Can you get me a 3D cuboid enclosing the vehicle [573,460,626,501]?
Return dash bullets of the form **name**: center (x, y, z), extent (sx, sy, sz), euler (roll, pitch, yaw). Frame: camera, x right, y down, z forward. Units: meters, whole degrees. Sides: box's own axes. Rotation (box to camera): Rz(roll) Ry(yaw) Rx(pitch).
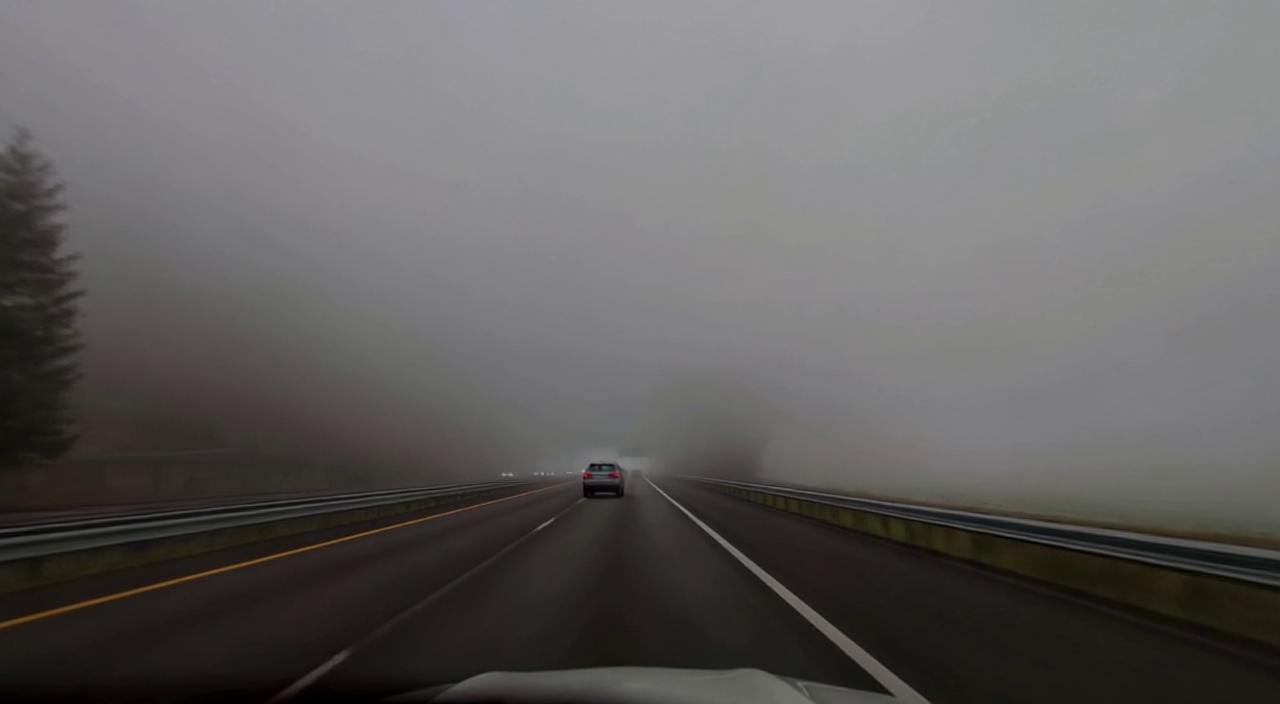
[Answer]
- **vehicle**: center (-1.753, 5.838, 28.882), extent (2.107, 1.668, 4.554), euler (1, -11, 0)
